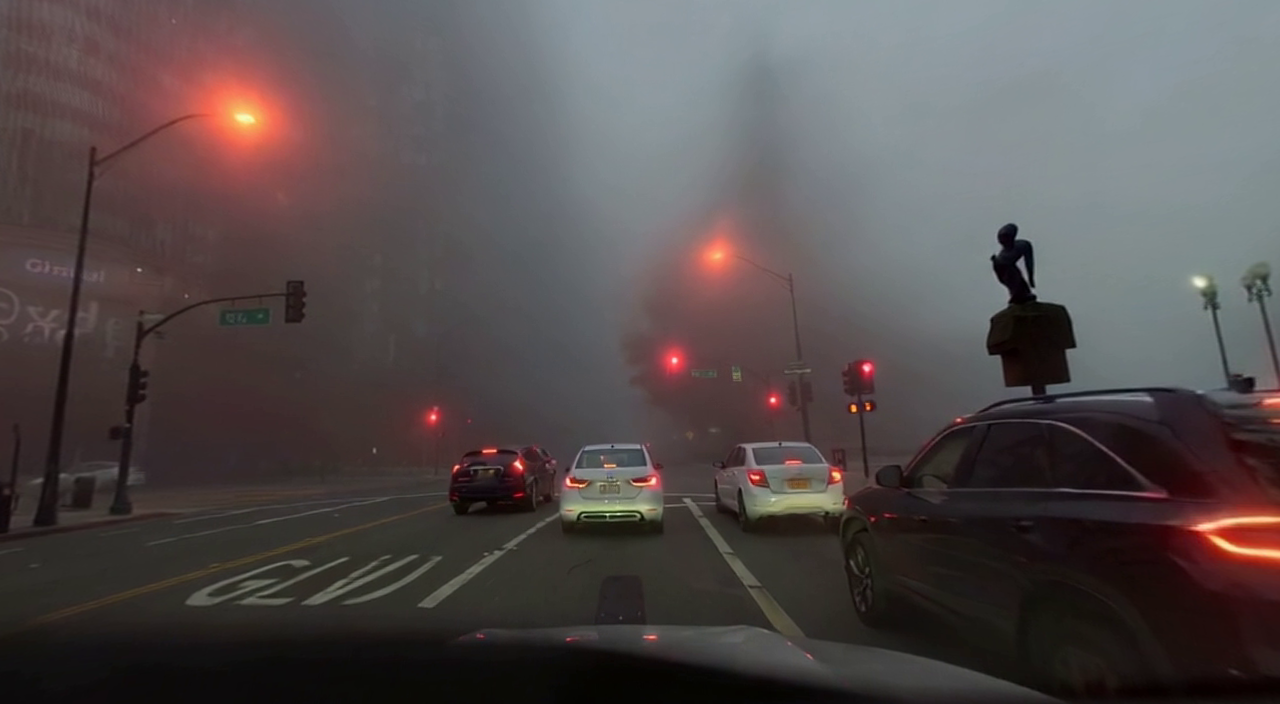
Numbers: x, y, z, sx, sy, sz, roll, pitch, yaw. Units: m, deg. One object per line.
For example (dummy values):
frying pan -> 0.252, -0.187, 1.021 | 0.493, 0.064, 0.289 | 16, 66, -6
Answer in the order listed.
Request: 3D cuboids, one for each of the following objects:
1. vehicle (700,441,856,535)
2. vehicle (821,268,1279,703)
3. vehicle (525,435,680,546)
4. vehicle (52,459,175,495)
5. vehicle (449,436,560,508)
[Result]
vehicle -> 2.341, 2.433, 11.958 | 1.943, 1.449, 4.202 | 0, -9, -1
vehicle -> 2.650, 0.937, 3.244 | 2.096, 1.775, 4.440 | 0, -9, 0
vehicle -> -0.522, 2.190, 10.672 | 2.096, 1.492, 4.071 | 0, -9, 0
vehicle -> -27.795, 6.581, 33.498 | 4.612, 1.752, 1.953 | 0, -9, -4
vehicle -> -3.451, 3.148, 17.113 | 2.045, 1.633, 4.864 | 0, -9, -1
